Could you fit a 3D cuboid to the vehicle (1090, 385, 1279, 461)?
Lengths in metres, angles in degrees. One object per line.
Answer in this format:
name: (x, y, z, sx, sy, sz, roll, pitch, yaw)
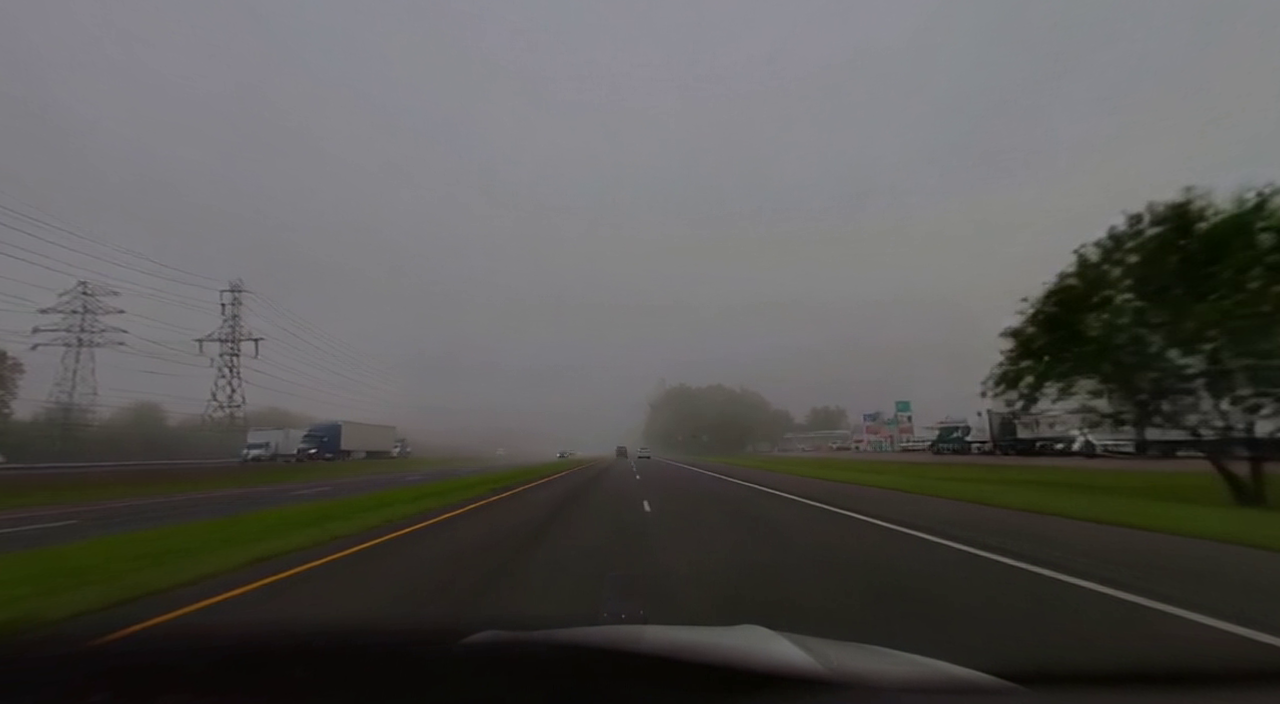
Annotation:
vehicle: (32.819, 4.113, 35.602, 11.409, 3.946, 3.092, -8, -12, 44)
